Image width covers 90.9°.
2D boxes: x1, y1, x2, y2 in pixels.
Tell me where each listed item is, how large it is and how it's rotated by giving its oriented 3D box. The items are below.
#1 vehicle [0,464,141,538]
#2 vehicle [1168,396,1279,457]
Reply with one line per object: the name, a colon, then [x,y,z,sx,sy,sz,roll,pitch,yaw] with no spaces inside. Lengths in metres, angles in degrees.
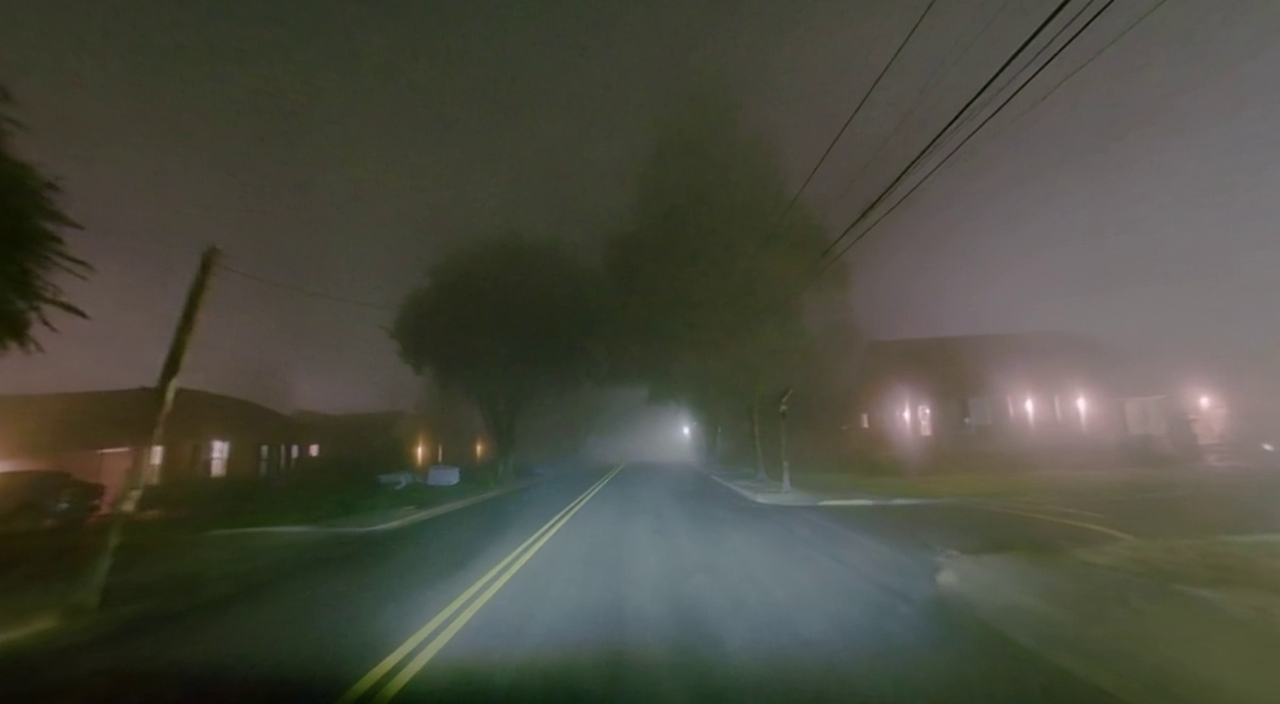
vehicle: [-15.020,3.565,15.320,1.830,1.495,4.641,0,-8,2]
vehicle: [18.135,2.119,18.175,1.862,1.612,4.321,-6,-9,-2]
